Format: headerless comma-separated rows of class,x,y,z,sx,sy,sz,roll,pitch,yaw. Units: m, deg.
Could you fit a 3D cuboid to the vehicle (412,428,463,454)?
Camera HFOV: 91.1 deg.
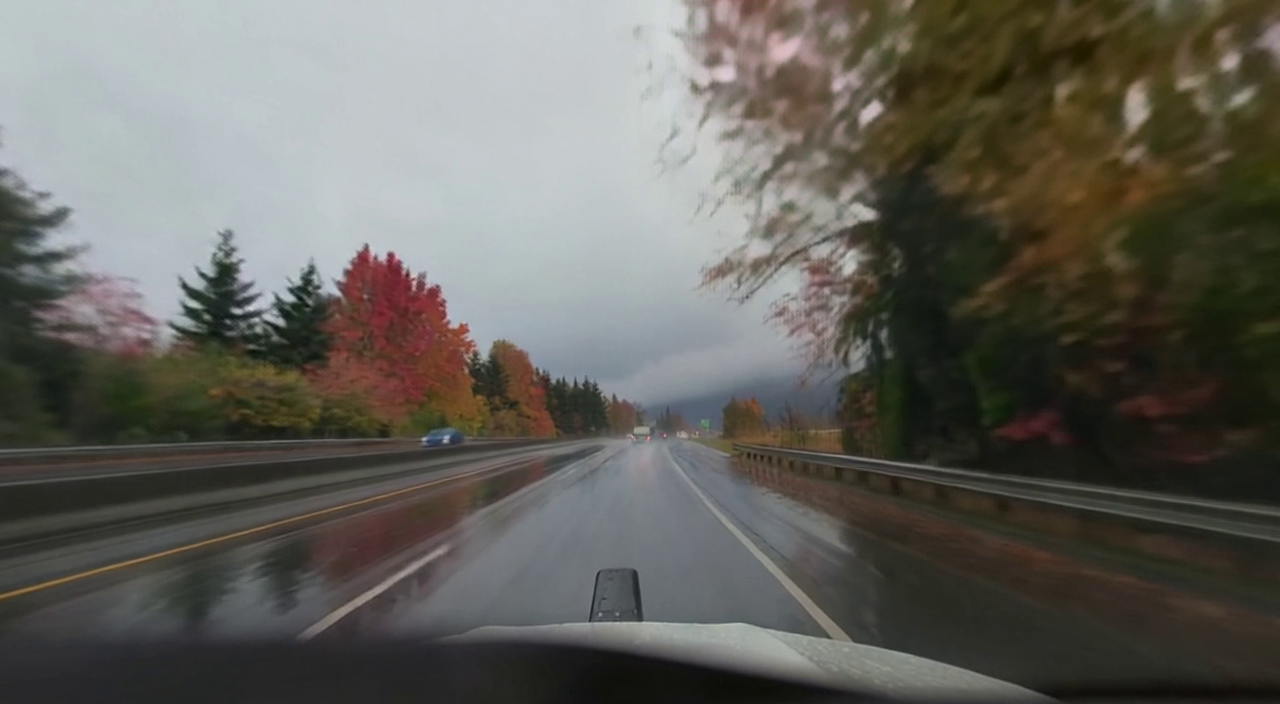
vehicle,-14.514,6.398,45.333,1.987,1.808,4.699,0,-8,2
